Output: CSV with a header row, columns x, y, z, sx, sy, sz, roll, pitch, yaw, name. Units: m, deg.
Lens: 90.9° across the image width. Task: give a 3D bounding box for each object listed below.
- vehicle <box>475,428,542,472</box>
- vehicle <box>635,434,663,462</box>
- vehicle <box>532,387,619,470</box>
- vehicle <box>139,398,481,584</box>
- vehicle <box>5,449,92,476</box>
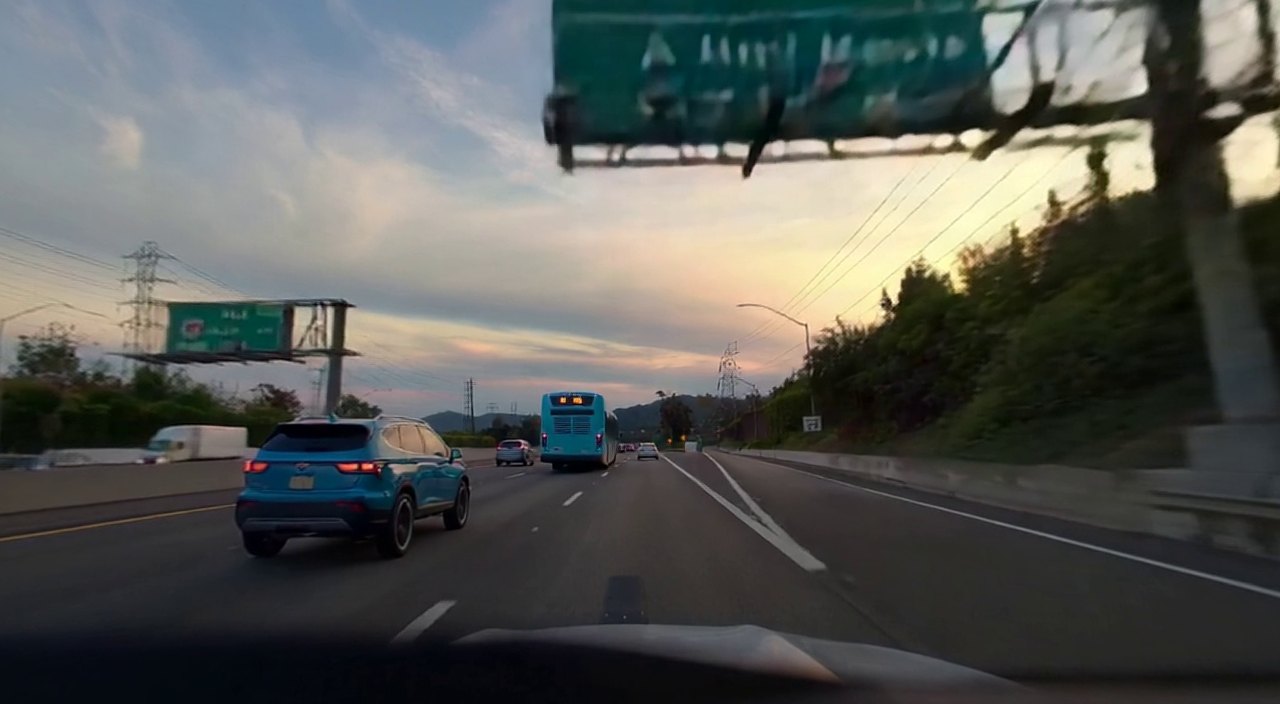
x,y,z,sx,sy,sz,roll,pitch,yaw,name
-6.978,5.309,34.336,2.282,2.116,6.030,0,-8,1,vehicle
0.671,7.375,48.467,2.083,2.001,4.782,0,-8,0,vehicle
-3.139,4.407,34.700,3.382,3.712,11.766,1,-9,1,vehicle
-3.645,1.616,8.093,2.021,1.730,4.223,0,-8,1,vehicle
-32.076,5.961,34.306,1.451,1.350,3.282,0,-8,3,vehicle
